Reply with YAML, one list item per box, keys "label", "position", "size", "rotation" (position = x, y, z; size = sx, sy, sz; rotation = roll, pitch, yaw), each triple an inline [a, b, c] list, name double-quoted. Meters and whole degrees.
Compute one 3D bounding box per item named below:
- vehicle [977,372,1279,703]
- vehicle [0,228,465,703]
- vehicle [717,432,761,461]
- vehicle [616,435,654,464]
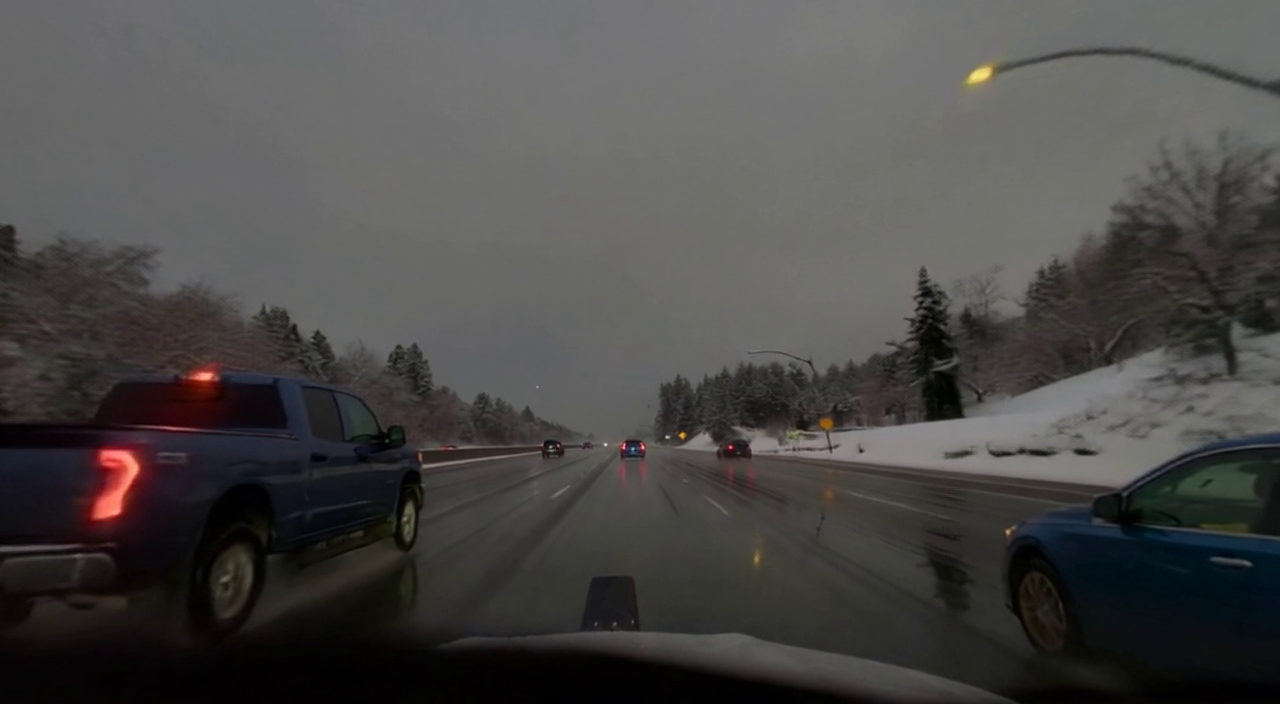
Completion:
- label: "vehicle"
  position: [3.082, 0.731, 1.365]
  size: [2.072, 1.501, 4.694]
  rotation: [0, -8, -1]
- label: "vehicle"
  position: [-3.715, 0.954, 5.650]
  size: [2.592, 2.179, 6.034]
  rotation: [0, -8, -1]
- label: "vehicle"
  position: [6.848, 6.598, 44.249]
  size: [2.103, 1.898, 5.310]
  rotation: [0, -8, -1]
- label: "vehicle"
  position: [-0.317, 5.853, 38.088]
  size: [2.157, 1.642, 4.189]
  rotation: [0, -8, -1]
